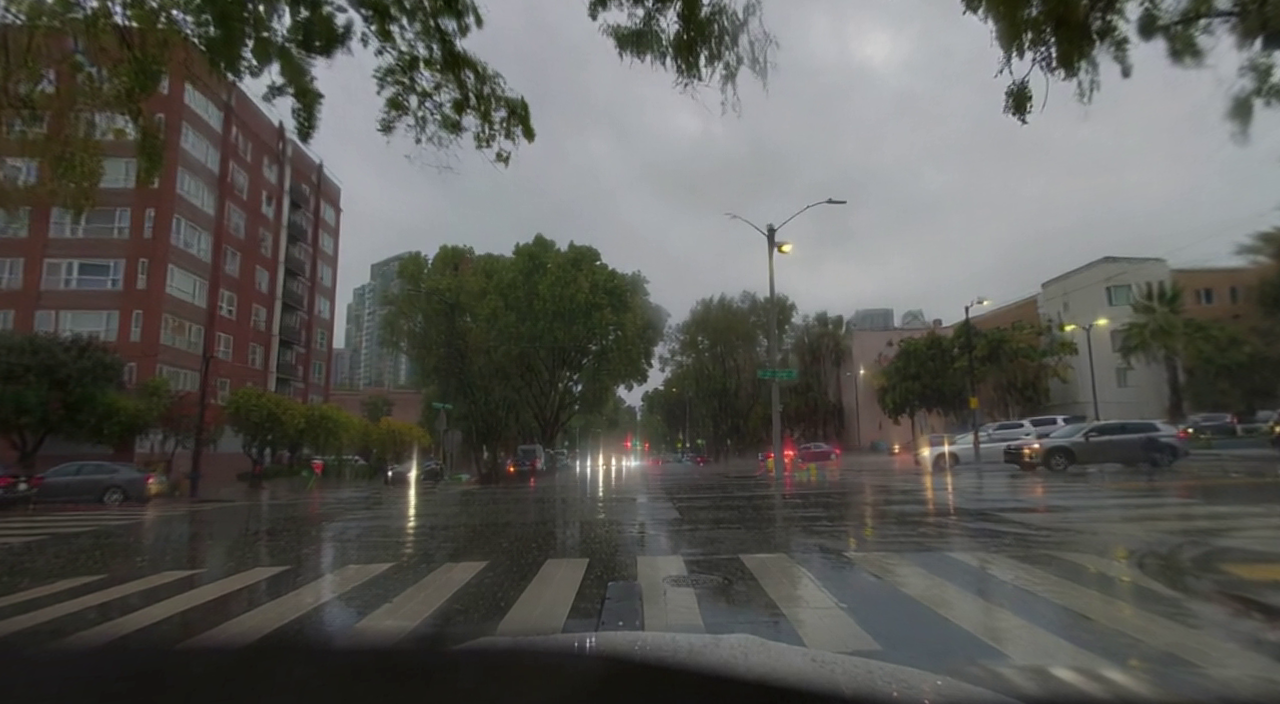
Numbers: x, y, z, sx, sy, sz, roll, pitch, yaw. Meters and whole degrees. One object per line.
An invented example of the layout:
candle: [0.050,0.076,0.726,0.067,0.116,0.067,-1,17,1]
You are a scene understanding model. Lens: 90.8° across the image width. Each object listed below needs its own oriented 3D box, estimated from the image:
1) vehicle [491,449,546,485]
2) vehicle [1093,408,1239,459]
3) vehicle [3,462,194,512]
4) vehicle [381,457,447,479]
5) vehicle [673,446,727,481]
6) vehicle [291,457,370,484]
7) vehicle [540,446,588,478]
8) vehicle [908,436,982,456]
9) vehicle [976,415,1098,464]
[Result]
vehicle: [-7.617,7.249,40.248,2.193,1.814,5.061,-9,-8,0]
vehicle: [22.303,3.531,27.140,2.137,1.962,4.988,-1,-8,3]
vehicle: [-17.317,4.315,20.369,4.439,1.448,1.793,0,-9,0]
vehicle: [-16.882,8.652,47.360,4.203,1.544,1.889,-1,-8,2]
vehicle: [3.307,5.919,33.877,1.942,1.603,3.785,1,-8,20]
vehicle: [-23.208,8.881,47.458,4.844,1.836,2.117,-1,-8,4]
vehicle: [-4.459,6.543,37.688,2.102,1.768,4.290,-1,-9,3]
vehicle: [23.013,7.086,47.767,4.528,1.475,2.070,0,-8,3]
vehicle: [16.742,3.789,26.992,2.041,1.921,4.574,0,-9,-2]
